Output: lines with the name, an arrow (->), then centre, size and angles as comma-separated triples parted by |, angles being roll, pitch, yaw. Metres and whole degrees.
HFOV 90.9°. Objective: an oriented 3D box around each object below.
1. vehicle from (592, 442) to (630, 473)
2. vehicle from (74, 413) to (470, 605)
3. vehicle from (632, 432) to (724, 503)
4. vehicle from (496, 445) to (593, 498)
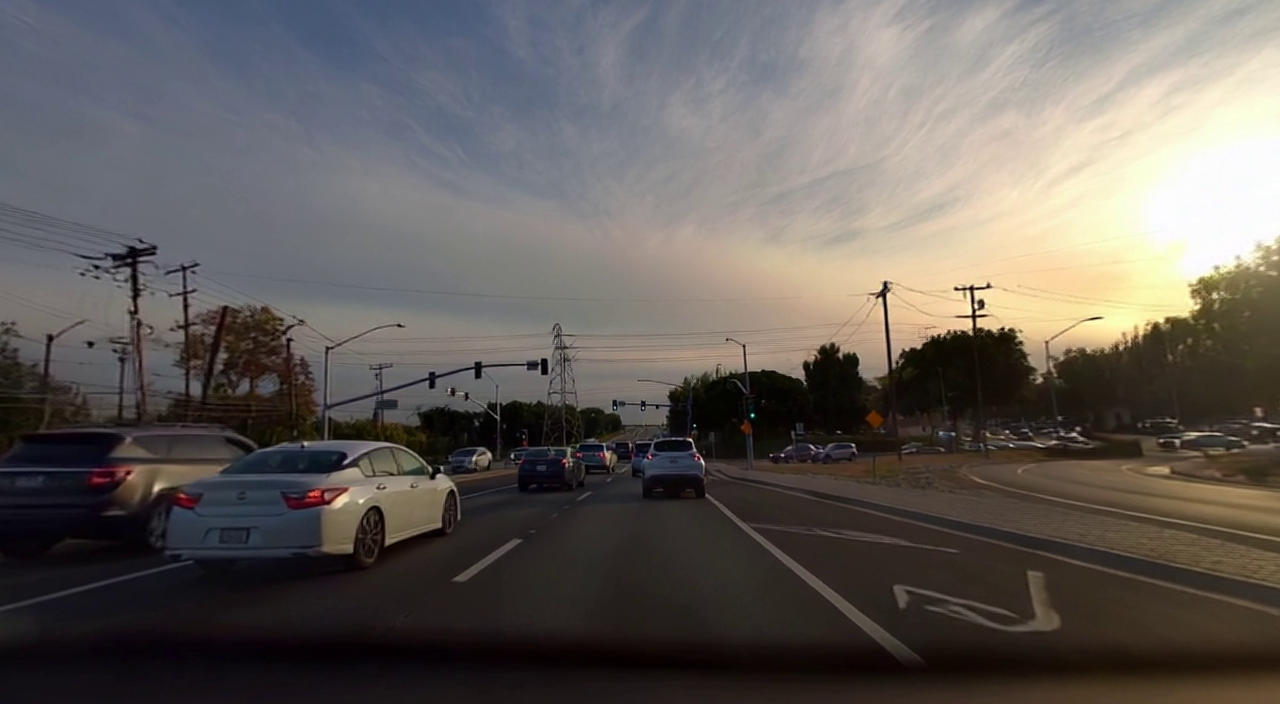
vehicle -> -1.672, 6.338, 37.985 | 1.788, 1.773, 3.731 | -1, -9, 5
vehicle -> -3.766, 1.682, 7.681 | 2.018, 1.621, 4.441 | 0, -9, 2
vehicle -> 0.986, 3.085, 17.203 | 2.205, 1.691, 3.937 | -1, -9, 2
vehicle -> -2.814, 3.632, 19.627 | 2.105, 1.436, 4.311 | -1, -9, 4
